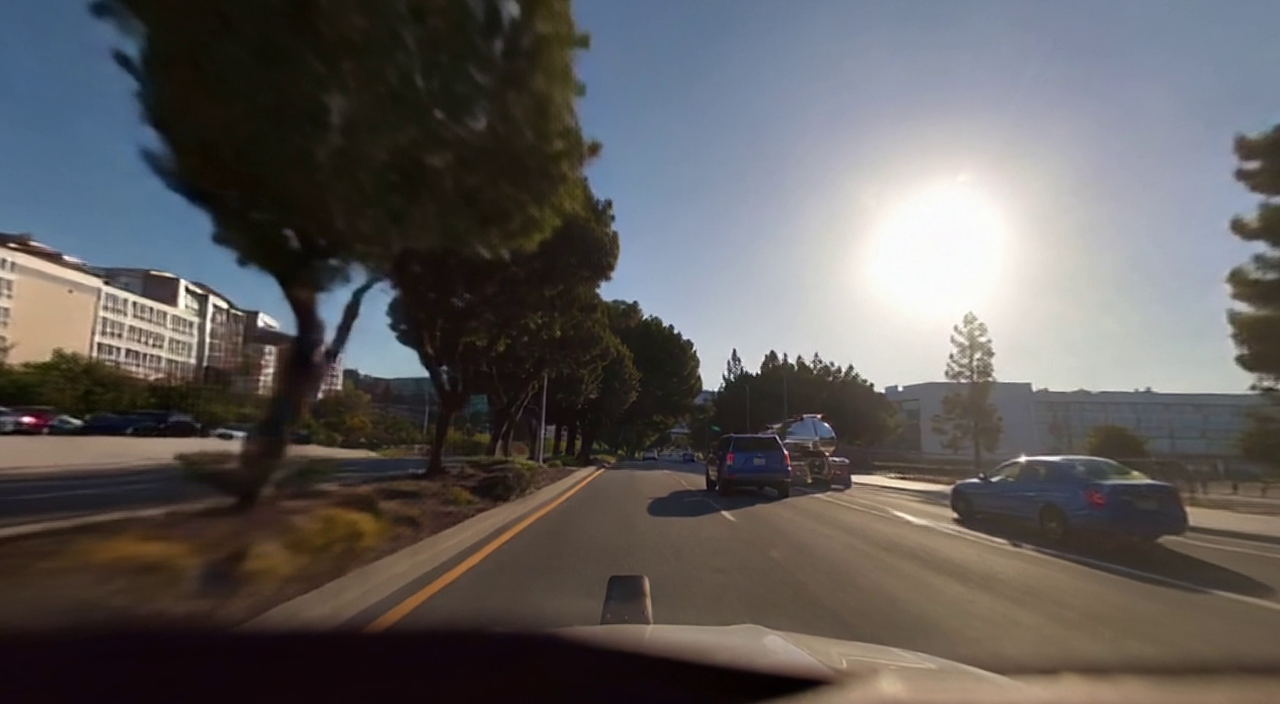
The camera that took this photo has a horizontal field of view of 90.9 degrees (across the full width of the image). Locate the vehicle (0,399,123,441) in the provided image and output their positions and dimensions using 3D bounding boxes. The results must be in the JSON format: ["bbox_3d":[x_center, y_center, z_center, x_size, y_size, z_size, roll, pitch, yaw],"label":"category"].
[{"bbox_3d":[-29.098,3.418,31.564,4.573,1.751,2.109,3,-7,5],"label":"vehicle"}]

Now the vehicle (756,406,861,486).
[{"bbox_3d":[7.445,4.287,28.836,2.849,3.207,6.275,1,-9,-2],"label":"vehicle"}]

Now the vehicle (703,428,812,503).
[{"bbox_3d":[2.978,3.010,17.092,2.045,1.729,4.532,0,-9,-1],"label":"vehicle"}]

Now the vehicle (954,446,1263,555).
[{"bbox_3d":[7.563,2.382,10.893,1.966,1.476,4.270,1,-9,-2],"label":"vehicle"}]

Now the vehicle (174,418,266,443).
[{"bbox_3d":[-28.189,5.307,42.392,4.723,1.592,1.994,0,-9,0],"label":"vehicle"}]
